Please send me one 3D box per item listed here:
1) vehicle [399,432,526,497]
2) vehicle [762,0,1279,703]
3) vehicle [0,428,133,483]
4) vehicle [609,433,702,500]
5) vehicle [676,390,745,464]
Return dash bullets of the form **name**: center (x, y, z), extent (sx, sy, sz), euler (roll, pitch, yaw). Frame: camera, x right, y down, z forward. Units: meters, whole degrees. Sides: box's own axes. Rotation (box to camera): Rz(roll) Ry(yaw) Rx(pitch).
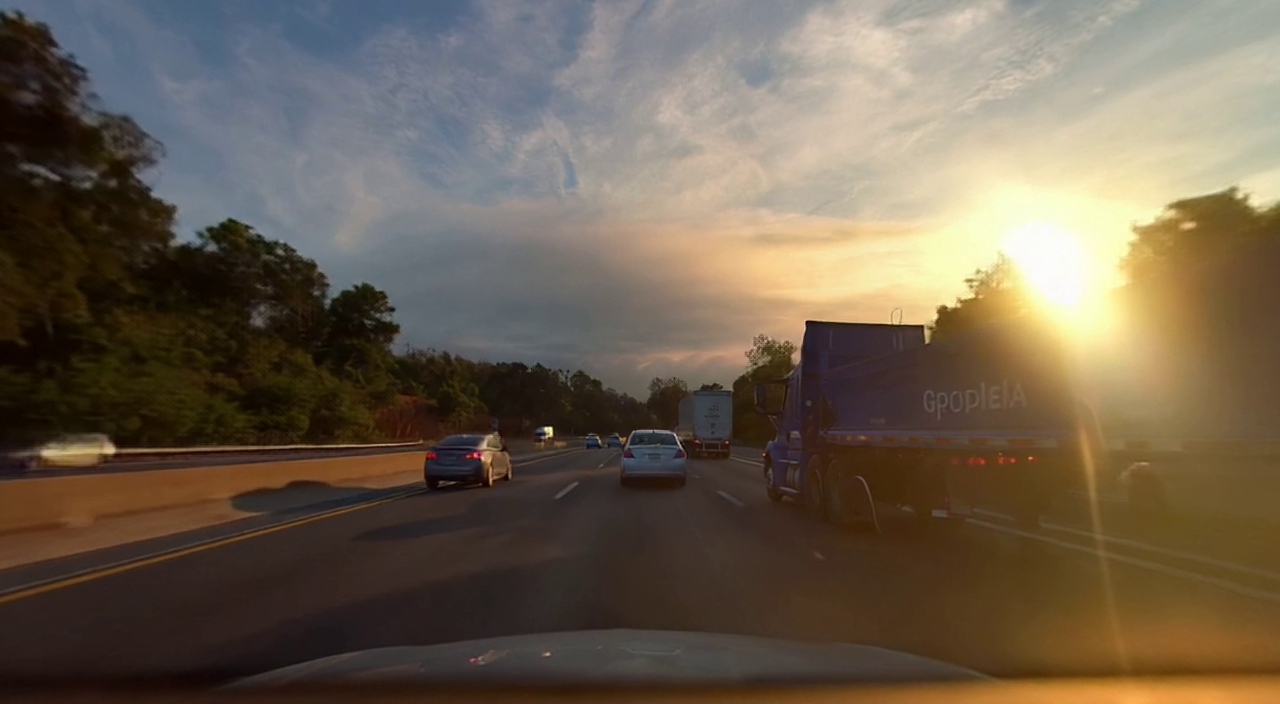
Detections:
- **vehicle**: center (-4.462, 2.868, 16.626), extent (2.048, 1.452, 4.430), euler (0, -8, 0)
- **vehicle**: center (4.255, 0.225, 6.840), extent (2.816, 4.070, 14.136), euler (0, -8, -1)
- **vehicle**: center (-18.400, 3.134, 19.411), extent (1.817, 1.495, 4.331), euler (0, -8, 2)
- **vehicle**: center (0.327, 2.711, 15.452), extent (2.021, 1.435, 3.611), euler (0, -8, 0)
- **vehicle**: center (4.275, 5.007, 41.489), extent (2.869, 4.067, 13.731), euler (0, -8, 0)
